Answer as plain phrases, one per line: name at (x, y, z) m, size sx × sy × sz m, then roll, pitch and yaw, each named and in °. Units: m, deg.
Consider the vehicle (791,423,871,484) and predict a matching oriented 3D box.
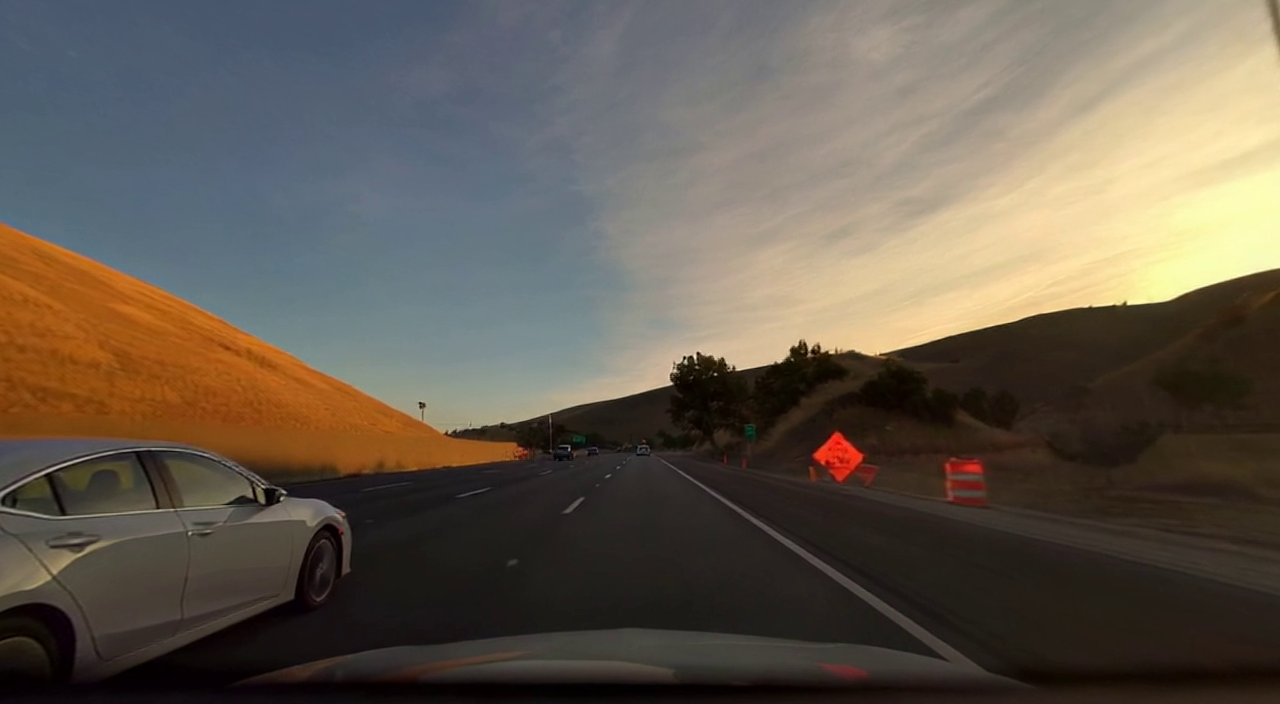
vehicle at (10.145, 5.445, 34.081) m, size 2.522 × 2.907 × 5.675 m, roll -2°, pitch -8°, yaw 1°
